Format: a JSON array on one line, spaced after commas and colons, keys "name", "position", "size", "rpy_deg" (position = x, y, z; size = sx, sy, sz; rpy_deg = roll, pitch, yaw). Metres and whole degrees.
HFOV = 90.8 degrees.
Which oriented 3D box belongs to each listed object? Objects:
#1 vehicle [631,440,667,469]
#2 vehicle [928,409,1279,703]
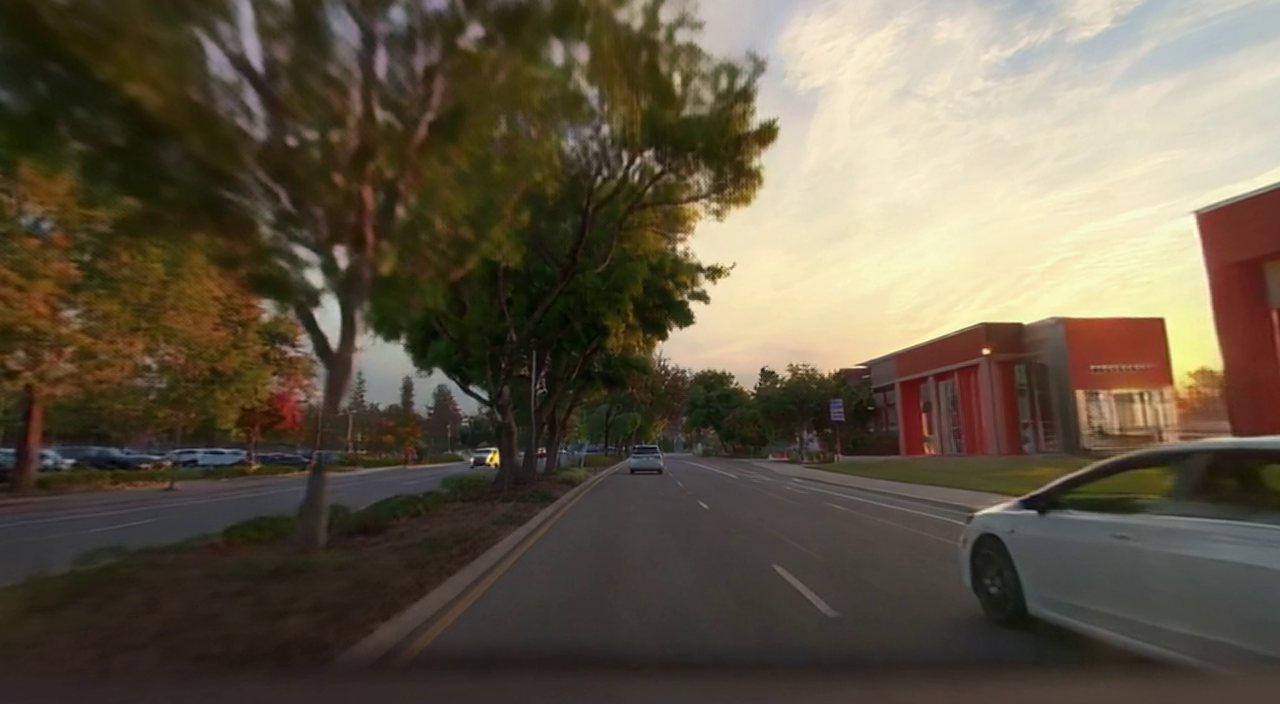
[{"name": "vehicle", "position": [0.613, 6.435, 39.723], "size": [2.123, 1.703, 4.292], "rpy_deg": [0, -9, 3]}, {"name": "vehicle", "position": [3.677, 1.091, 3.231], "size": [2.132, 1.497, 4.827], "rpy_deg": [0, -9, 0]}]
